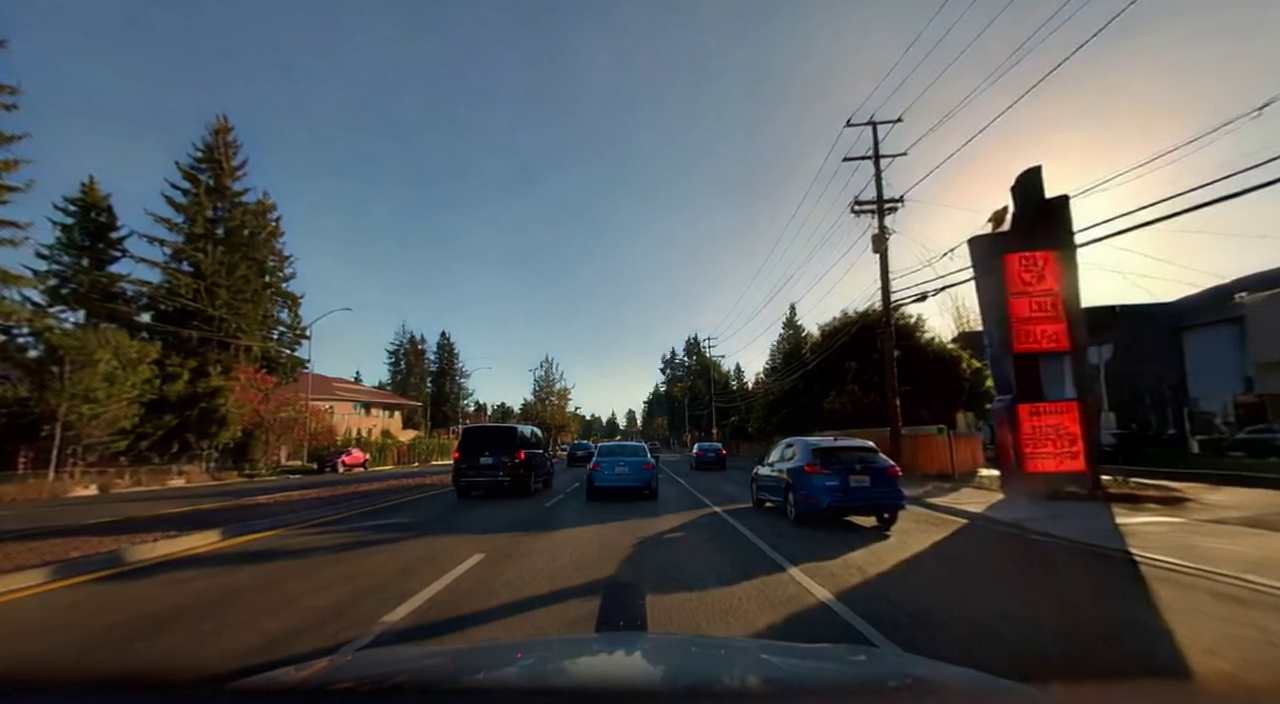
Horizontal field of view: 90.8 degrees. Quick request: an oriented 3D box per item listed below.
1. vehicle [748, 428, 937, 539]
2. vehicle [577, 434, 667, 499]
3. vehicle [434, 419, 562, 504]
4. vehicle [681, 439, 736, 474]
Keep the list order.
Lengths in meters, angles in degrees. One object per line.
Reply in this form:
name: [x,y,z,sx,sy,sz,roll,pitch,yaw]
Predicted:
vehicle: [3.153,2.116,10.728,1.880,1.521,3.724,0,-9,-1]
vehicle: [-0.418,2.997,16.853,2.097,1.511,3.809,0,-9,0]
vehicle: [-3.369,2.735,16.135,2.092,1.839,4.736,0,-9,1]
vehicle: [3.078,4.820,29.280,1.878,1.479,4.461,0,-9,-2]
